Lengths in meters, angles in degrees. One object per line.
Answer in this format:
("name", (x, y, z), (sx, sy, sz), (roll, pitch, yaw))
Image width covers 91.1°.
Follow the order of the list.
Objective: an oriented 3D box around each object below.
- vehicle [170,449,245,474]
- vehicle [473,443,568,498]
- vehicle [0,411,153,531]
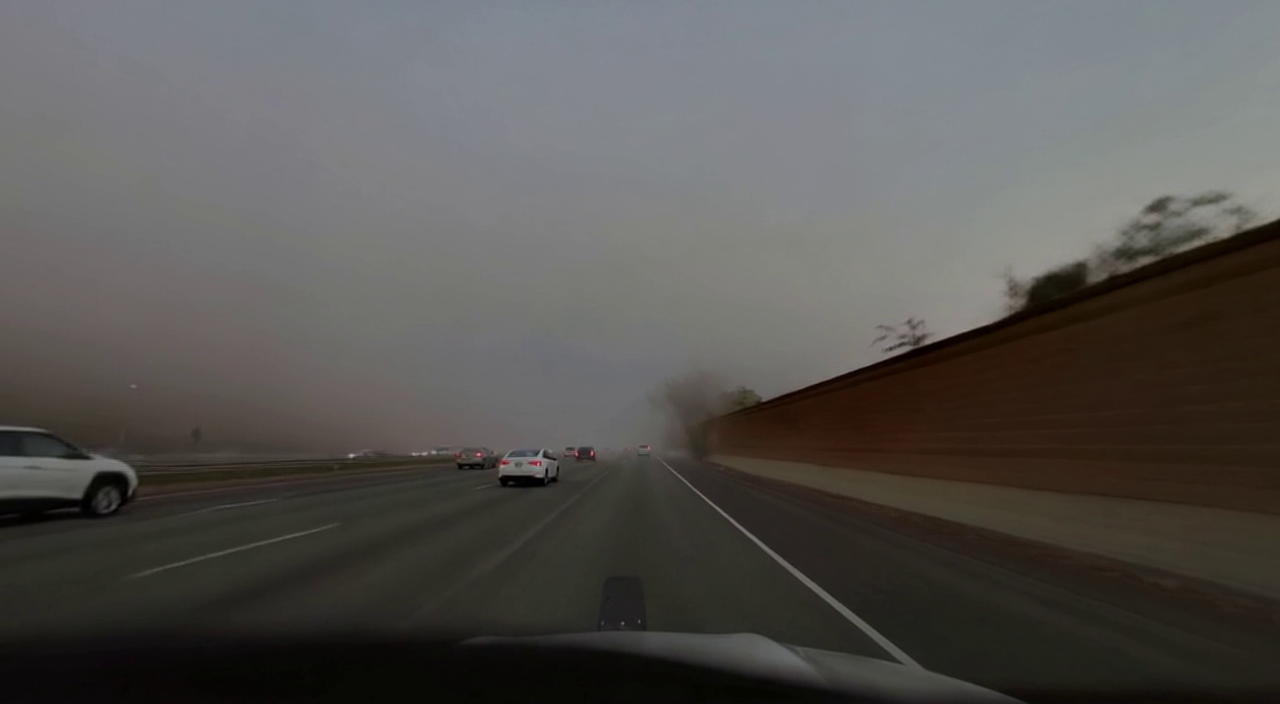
("vehicle", (-28.678, 7.244, 41.841), (1.866, 1.513, 4.363), (0, -8, 0))
("vehicle", (-3.591, 3.640, 19.828), (1.945, 1.484, 4.803), (0, -8, 1))
("vehicle", (-11.014, 1.894, 10.038), (2.207, 1.834, 5.255), (0, -8, 0))
